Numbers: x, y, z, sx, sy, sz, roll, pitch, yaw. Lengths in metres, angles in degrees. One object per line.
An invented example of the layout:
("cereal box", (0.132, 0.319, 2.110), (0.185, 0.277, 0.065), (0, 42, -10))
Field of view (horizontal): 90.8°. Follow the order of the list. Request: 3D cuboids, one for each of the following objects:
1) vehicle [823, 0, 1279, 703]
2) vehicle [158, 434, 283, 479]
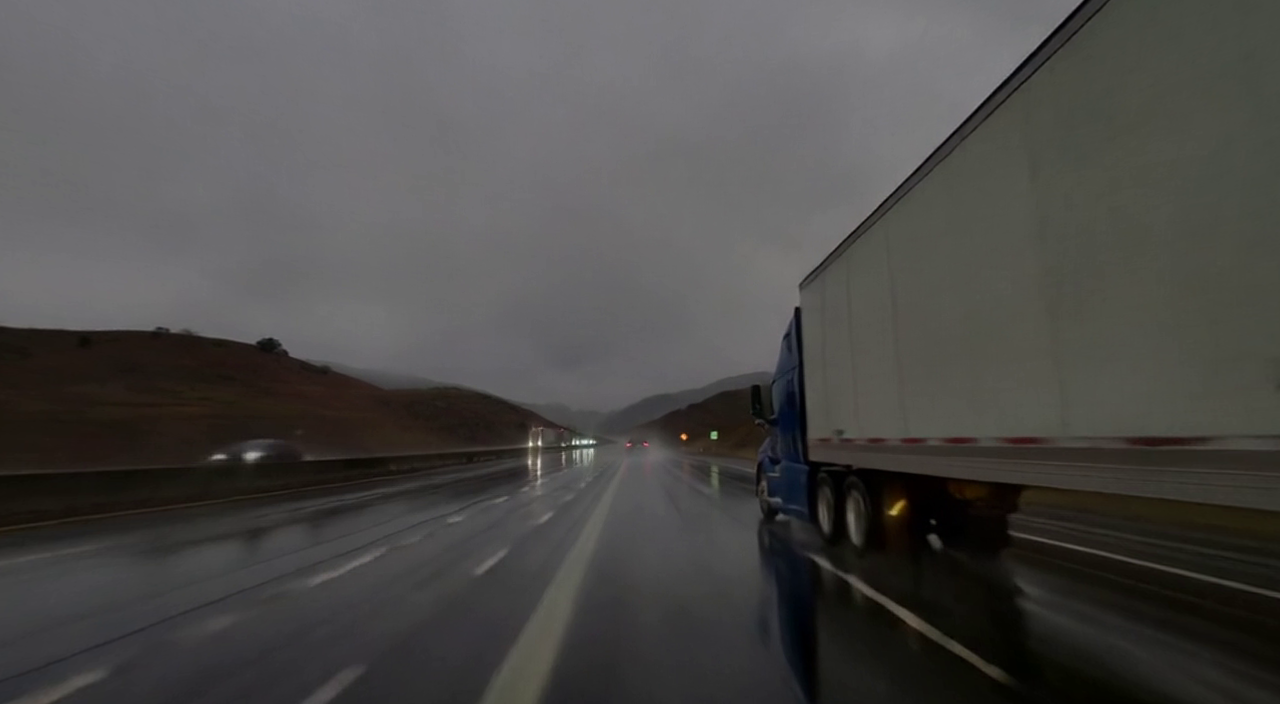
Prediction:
("vehicle", (4.206, -0.260, 4.155), (2.859, 4.378, 10.032), (0, -8, 0))
("vehicle", (-17.366, 4.337, 26.503), (2.047, 1.682, 4.656), (0, -8, 0))
